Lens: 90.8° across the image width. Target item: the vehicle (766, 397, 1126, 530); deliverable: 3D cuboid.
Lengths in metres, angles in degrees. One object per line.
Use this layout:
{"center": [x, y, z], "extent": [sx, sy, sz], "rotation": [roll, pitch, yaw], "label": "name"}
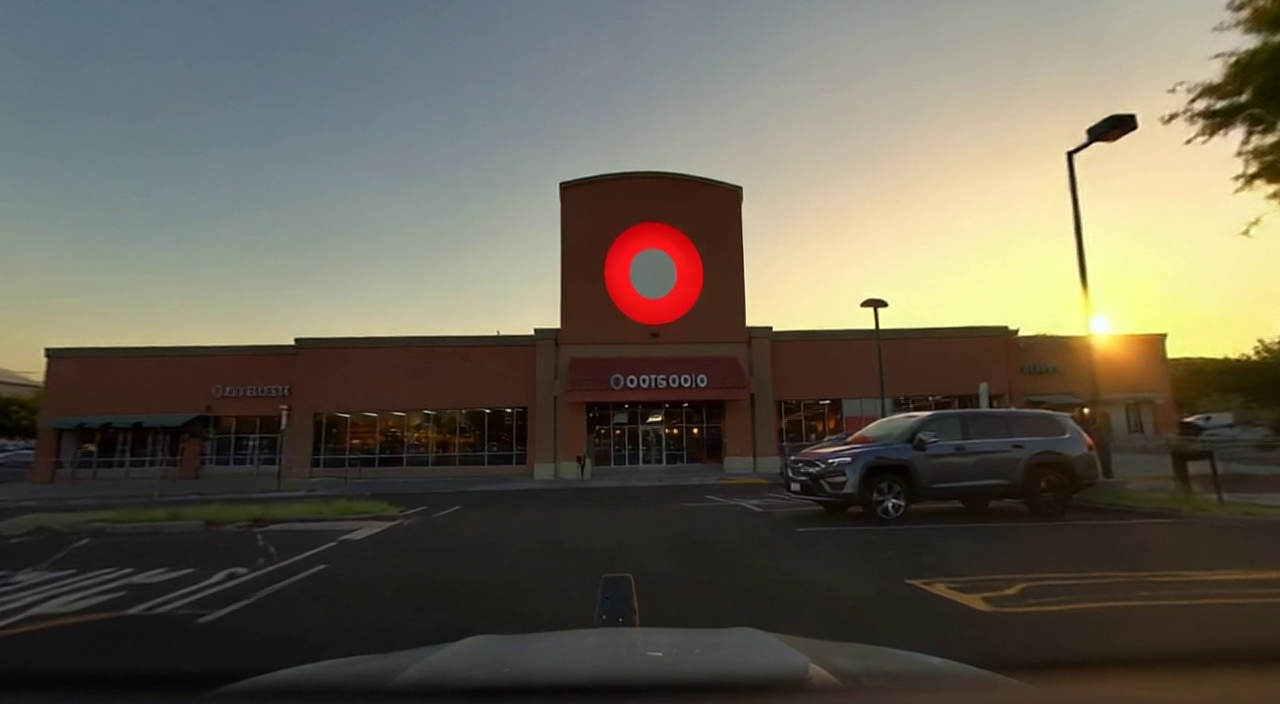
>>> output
{"center": [4.909, 1.815, 10.742], "extent": [4.864, 1.916, 2.413], "rotation": [0, -8, -7], "label": "vehicle"}
